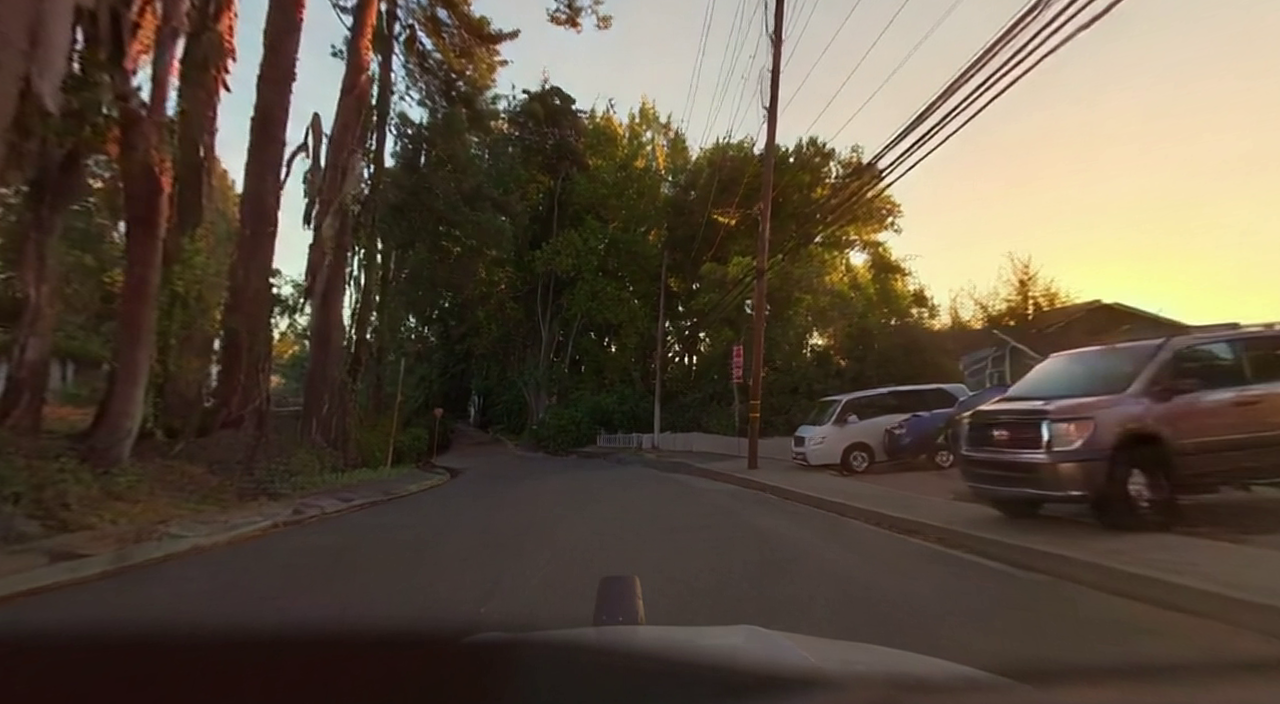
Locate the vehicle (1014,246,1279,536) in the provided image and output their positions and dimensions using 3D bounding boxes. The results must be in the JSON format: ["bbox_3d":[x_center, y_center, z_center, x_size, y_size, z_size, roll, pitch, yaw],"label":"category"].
[{"bbox_3d":[6.972,0.576,7.009,5.269,2.289,2.446,5,-10,-30],"label":"vehicle"}]
